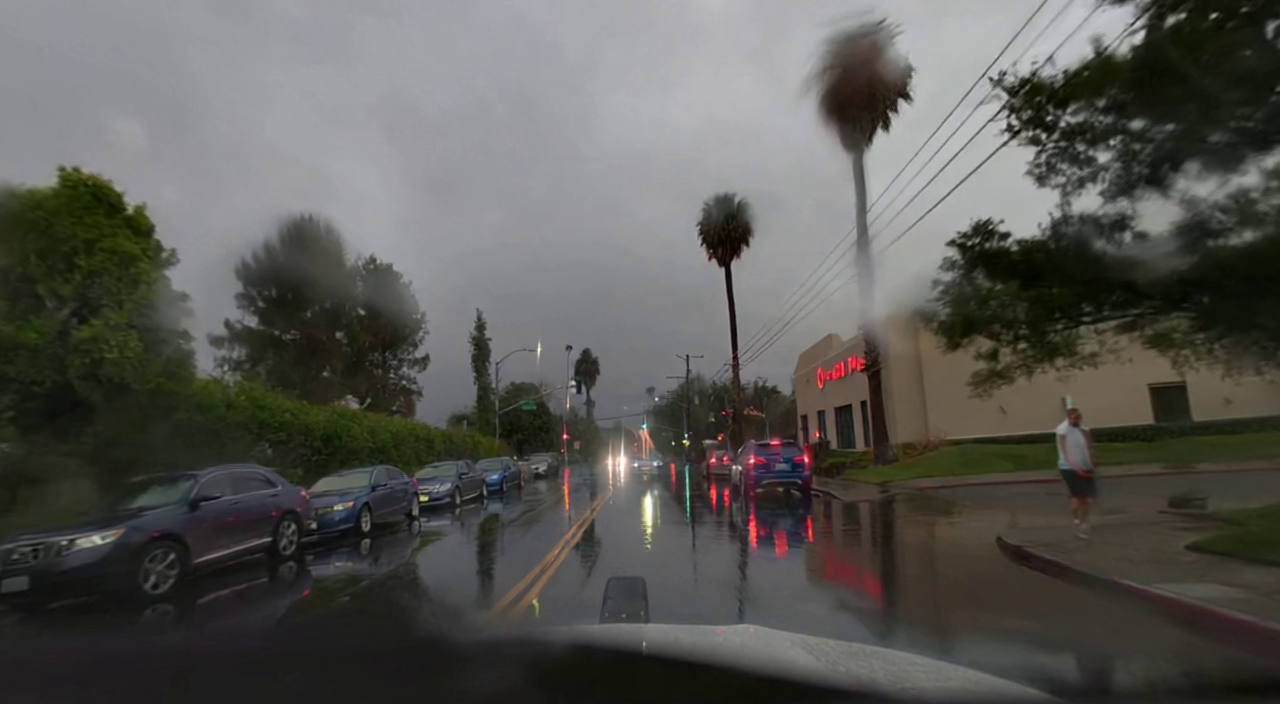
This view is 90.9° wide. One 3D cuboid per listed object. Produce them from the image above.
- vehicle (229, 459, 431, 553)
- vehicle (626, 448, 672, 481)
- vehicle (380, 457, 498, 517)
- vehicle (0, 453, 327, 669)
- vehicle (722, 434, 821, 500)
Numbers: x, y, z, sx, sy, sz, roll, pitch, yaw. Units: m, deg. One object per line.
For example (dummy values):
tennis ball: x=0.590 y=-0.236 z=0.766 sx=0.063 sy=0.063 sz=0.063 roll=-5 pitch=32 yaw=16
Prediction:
vehicle: x=-6.079 y=3.031 z=13.067 sx=1.810 sy=1.489 sz=4.336 roll=-1 pitch=-8 yaw=3
vehicle: x=0.393 y=5.275 z=29.913 sx=2.060 sy=1.452 sz=4.078 roll=0 pitch=-8 yaw=0
vehicle: x=-5.844 y=3.952 z=19.006 sx=1.874 sy=1.472 sz=4.668 roll=-1 pitch=-8 yaw=2
vehicle: x=-6.074 y=2.273 z=7.649 sx=2.186 sy=1.621 sz=4.795 roll=-10 pitch=-8 yaw=-4
vehicle: x=3.946 y=3.546 z=19.903 sx=2.099 sy=1.786 sz=5.198 roll=0 pitch=-8 yaw=1
